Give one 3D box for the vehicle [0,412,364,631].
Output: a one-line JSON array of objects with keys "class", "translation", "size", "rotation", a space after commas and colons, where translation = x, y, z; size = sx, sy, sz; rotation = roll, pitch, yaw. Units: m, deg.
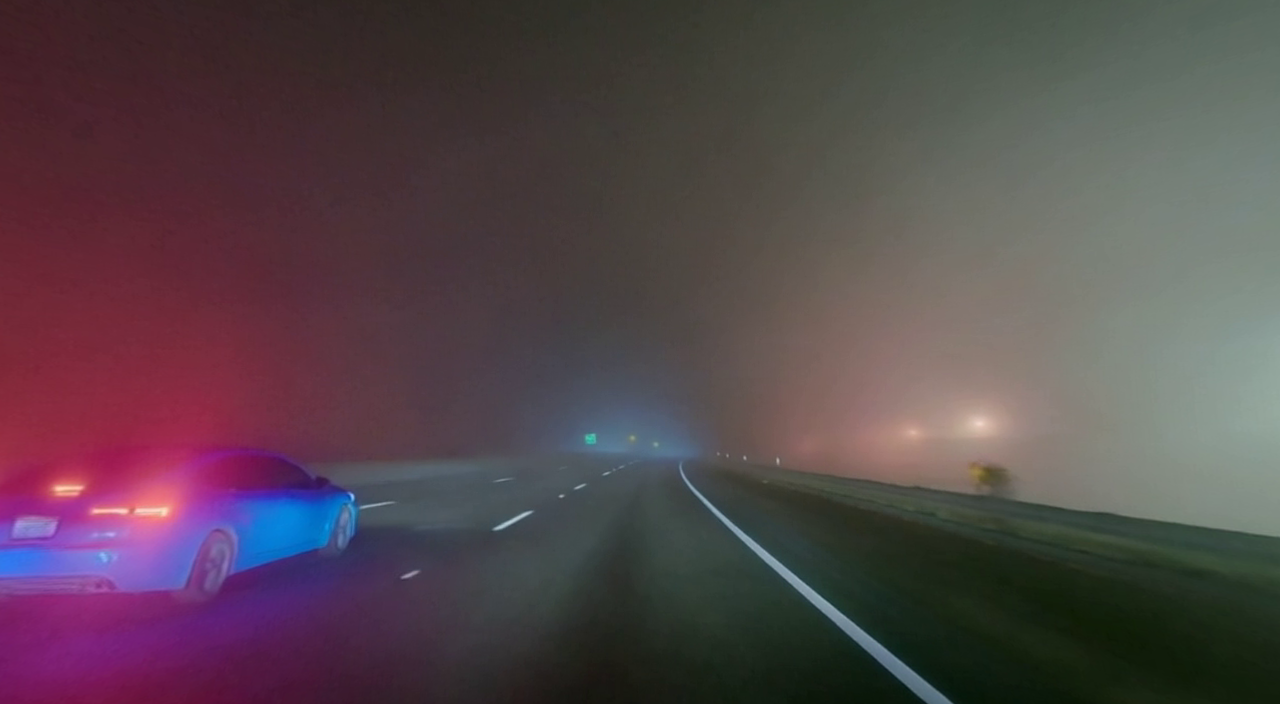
[{"class": "vehicle", "translation": [-4.607, 1.462, 6.324], "size": [1.928, 1.504, 3.745], "rotation": [0, -9, 0]}]
